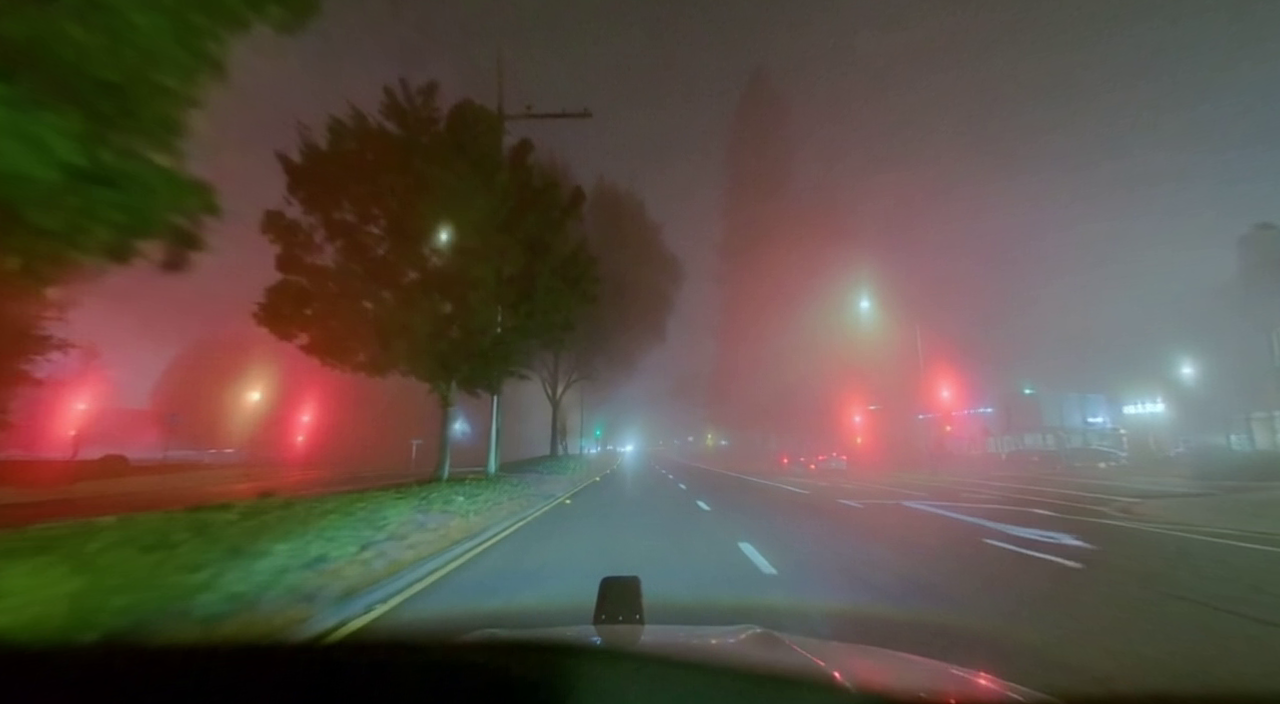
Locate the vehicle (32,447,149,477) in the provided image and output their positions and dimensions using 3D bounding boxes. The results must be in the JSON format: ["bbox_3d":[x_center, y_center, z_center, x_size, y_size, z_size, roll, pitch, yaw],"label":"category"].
[{"bbox_3d":[-28.042,5.599,32.329,4.140,1.446,1.888,0,-9,0],"label":"vehicle"}]
